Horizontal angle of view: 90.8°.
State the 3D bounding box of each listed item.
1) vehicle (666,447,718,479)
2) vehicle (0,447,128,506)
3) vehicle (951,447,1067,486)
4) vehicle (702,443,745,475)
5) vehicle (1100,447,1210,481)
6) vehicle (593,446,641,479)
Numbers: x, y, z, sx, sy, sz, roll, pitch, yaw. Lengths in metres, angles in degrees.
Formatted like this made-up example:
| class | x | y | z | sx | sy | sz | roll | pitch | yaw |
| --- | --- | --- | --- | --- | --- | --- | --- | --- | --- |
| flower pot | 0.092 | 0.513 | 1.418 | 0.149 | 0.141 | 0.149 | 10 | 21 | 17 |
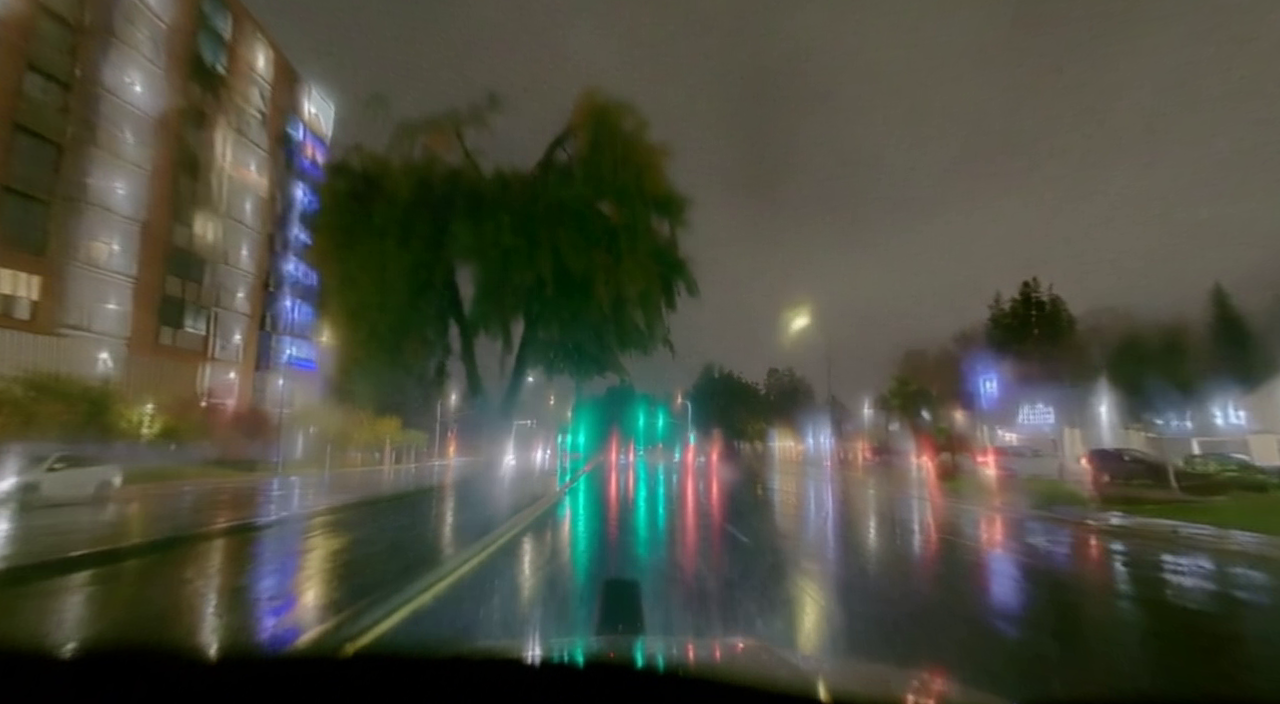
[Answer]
| class | x | y | z | sx | sy | sz | roll | pitch | yaw |
| --- | --- | --- | --- | --- | --- | --- | --- | --- | --- |
| vehicle | 2.562 | 5.638 | 32.397 | 1.993 | 1.477 | 4.240 | 0 | -9 | -4 |
| vehicle | -19.644 | 3.989 | 20.714 | 2.019 | 1.687 | 4.484 | 0 | -9 | -2 |
| vehicle | 20.022 | 6.177 | 34.558 | 2.150 | 1.966 | 5.027 | 4 | -9 | -23 |
| vehicle | 5.549 | 7.169 | 42.627 | 2.052 | 1.990 | 4.736 | 0 | -9 | -3 |
| vehicle | 31.981 | 6.899 | 39.404 | 1.956 | 1.955 | 4.773 | 4 | -10 | -28 |
| vehicle | -1.126 | 5.153 | 29.759 | 2.101 | 1.444 | 4.248 | 0 | -9 | -3 |
